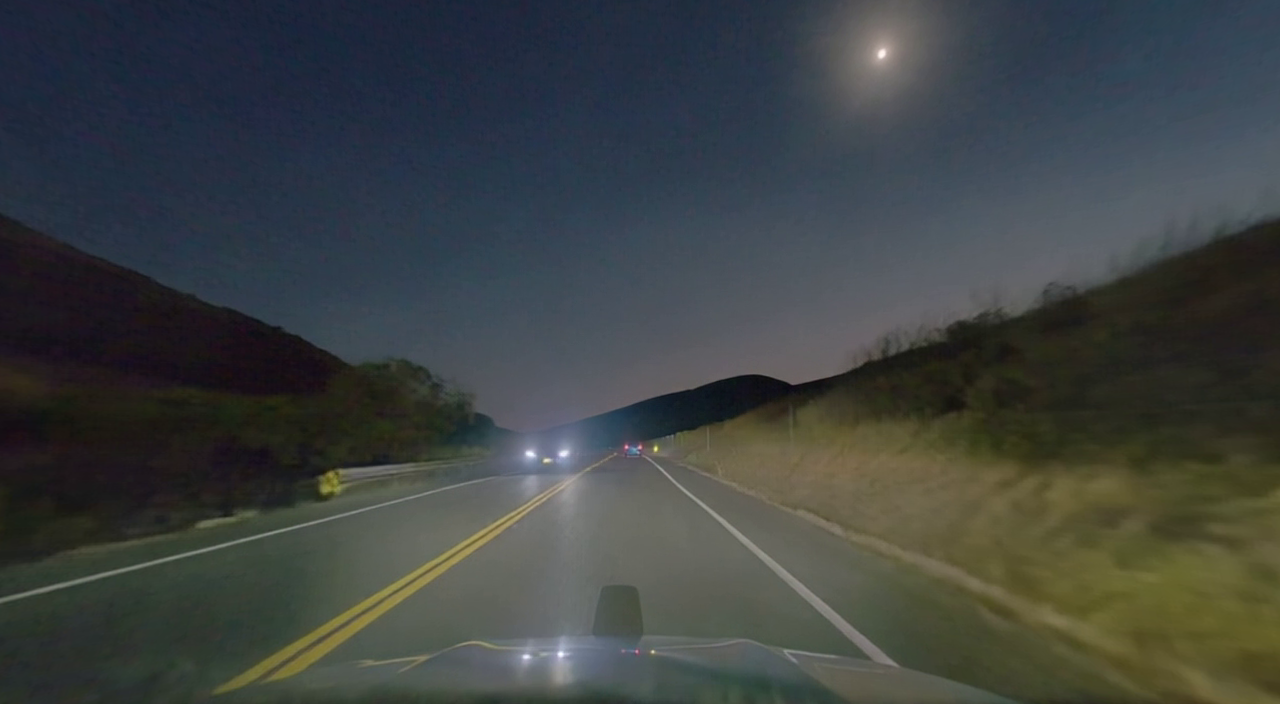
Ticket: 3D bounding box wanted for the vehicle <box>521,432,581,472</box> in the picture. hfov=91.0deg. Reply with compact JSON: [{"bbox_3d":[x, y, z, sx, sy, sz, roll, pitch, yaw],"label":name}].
[{"bbox_3d":[-4.316,4.975,31.421,2.180,1.826,5.350,0,-9,0],"label":"vehicle"}]
